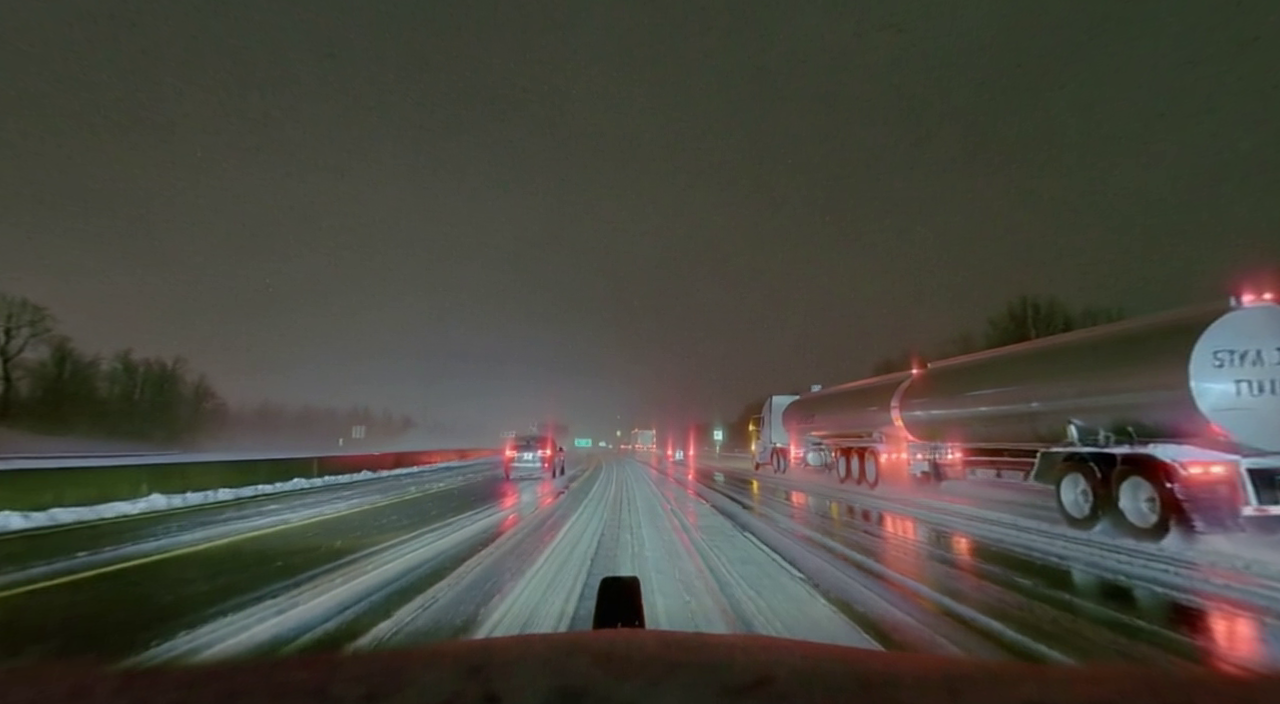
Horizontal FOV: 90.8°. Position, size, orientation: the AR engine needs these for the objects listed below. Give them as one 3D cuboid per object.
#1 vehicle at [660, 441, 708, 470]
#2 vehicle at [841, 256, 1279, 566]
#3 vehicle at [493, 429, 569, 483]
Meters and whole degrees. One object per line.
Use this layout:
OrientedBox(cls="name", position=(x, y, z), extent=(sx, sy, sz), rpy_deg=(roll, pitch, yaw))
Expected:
OrientedBox(cls="vehicle", position=(2.398, 5.820, 35.770), extent=(2.053, 1.510, 4.400), rpy_deg=(1, -9, -4))
OrientedBox(cls="vehicle", position=(7.477, 1.385, 12.412), extent=(3.554, 3.573, 10.307), rpy_deg=(0, -9, -1))
OrientedBox(cls="vehicle", position=(-3.965, 3.883, 23.840), extent=(2.149, 1.843, 4.348), rpy_deg=(0, -9, -1))
